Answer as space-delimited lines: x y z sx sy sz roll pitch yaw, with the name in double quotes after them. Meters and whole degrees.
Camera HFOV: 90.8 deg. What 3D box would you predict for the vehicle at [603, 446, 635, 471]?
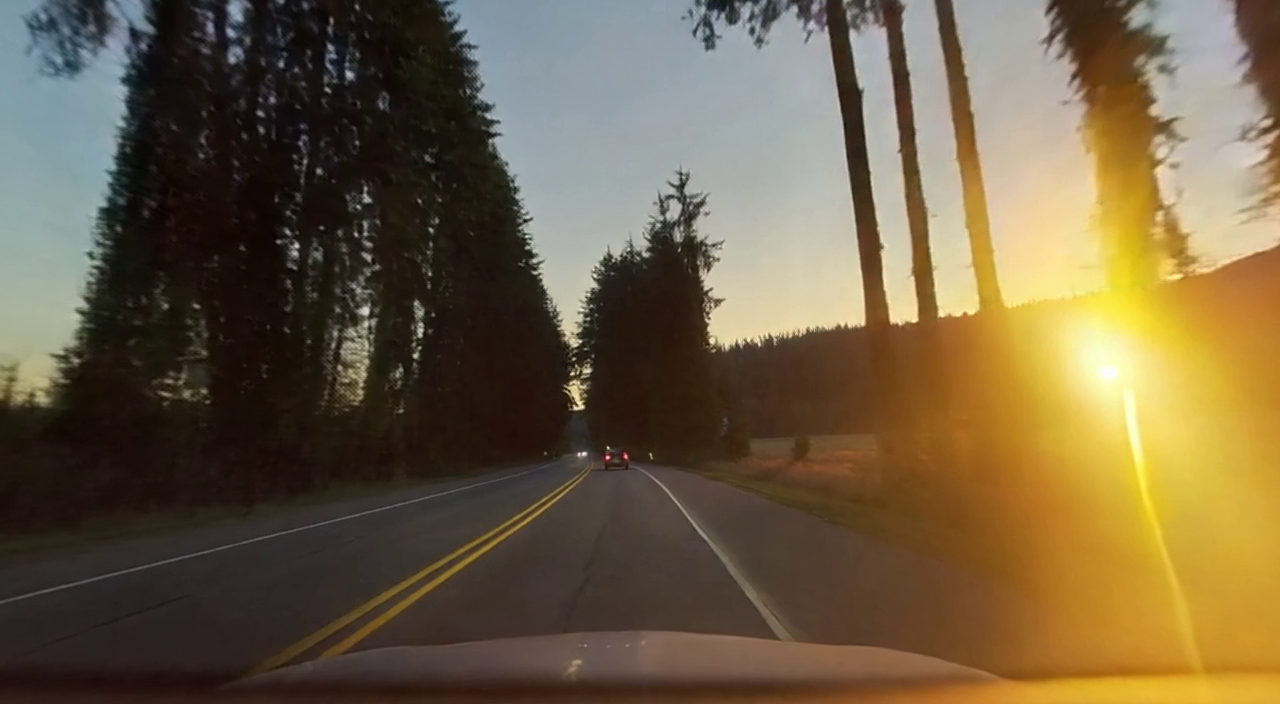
-1.443 7.029 41.906 2.042 1.489 3.963 0 -9 -3 "vehicle"
